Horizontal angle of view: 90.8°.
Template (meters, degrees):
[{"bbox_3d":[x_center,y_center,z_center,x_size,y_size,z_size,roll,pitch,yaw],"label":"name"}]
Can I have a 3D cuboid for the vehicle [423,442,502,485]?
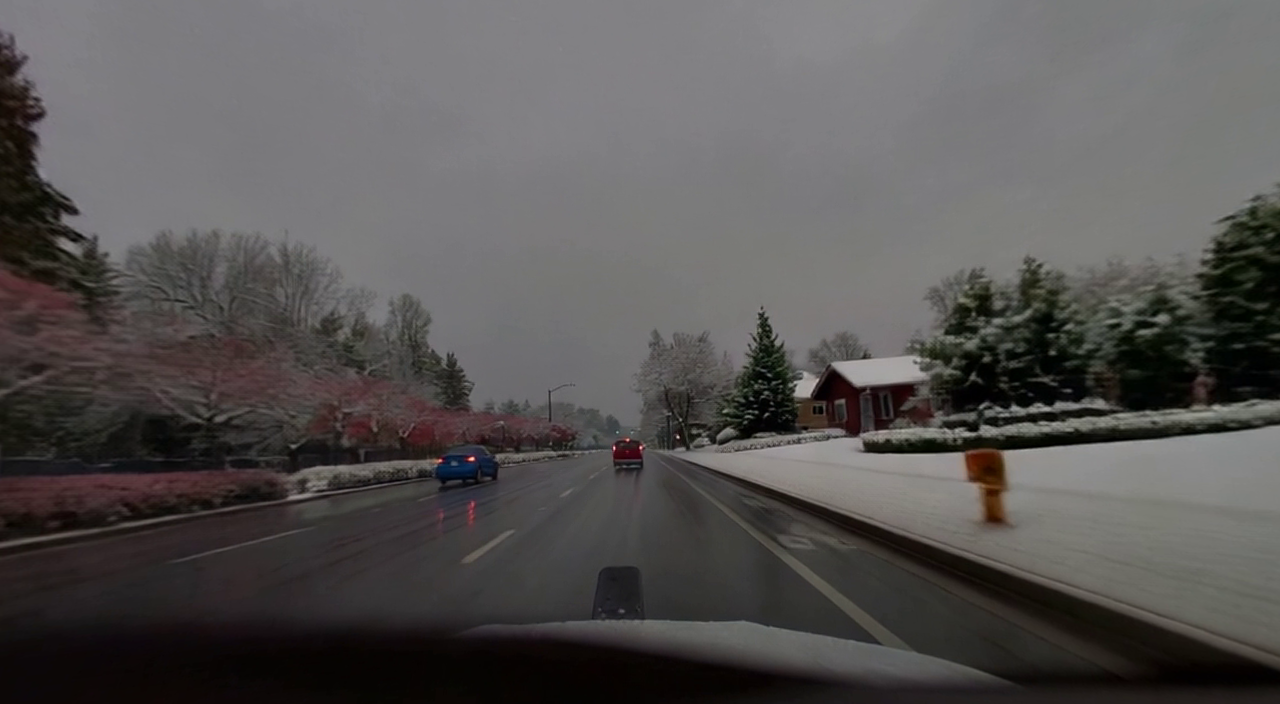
[{"bbox_3d":[-7.418,4.699,26.925,1.993,1.657,4.487,0,-9,1],"label":"vehicle"}]

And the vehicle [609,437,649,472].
[{"bbox_3d":[-0.571,5.607,34.827,2.070,1.764,4.552,0,-9,0],"label":"vehicle"}]
